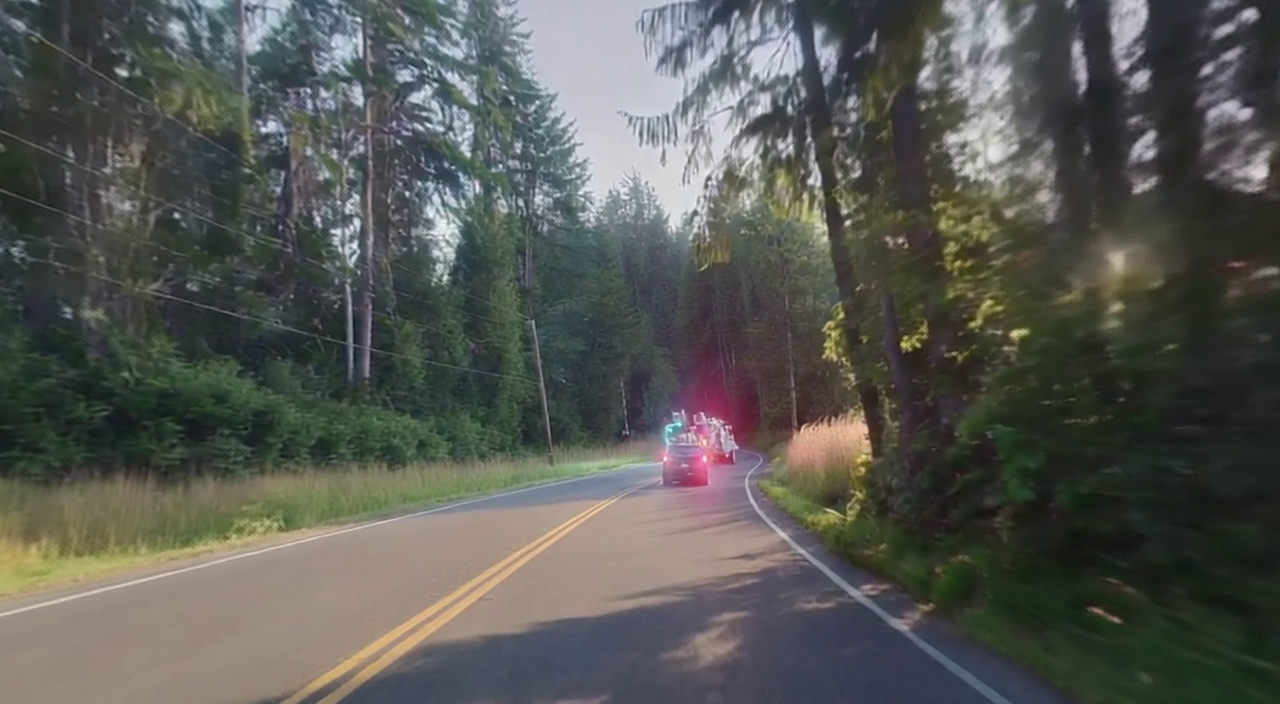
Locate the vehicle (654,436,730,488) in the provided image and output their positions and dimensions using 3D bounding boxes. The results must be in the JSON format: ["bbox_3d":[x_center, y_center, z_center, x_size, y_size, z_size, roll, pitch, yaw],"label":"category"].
[{"bbox_3d":[1.780,3.511,20.498,2.196,1.465,4.294,-1,-8,7],"label":"vehicle"}]
